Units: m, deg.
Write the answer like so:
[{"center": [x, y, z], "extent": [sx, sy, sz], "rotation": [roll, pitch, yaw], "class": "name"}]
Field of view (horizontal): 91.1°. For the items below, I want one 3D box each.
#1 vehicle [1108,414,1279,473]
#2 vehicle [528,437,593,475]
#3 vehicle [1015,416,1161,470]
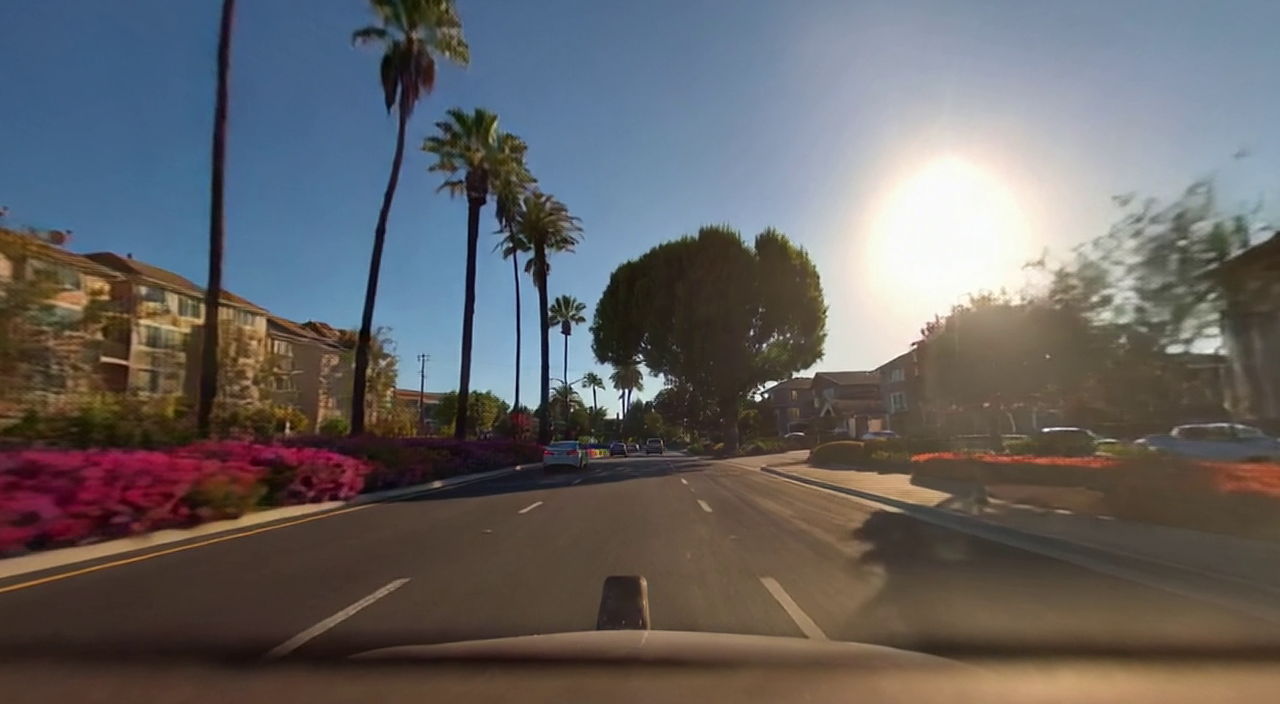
[{"center": [21.340, 3.391, 23.193], "extent": [2.426, 1.902, 6.126], "rotation": [3, -9, -16], "class": "vehicle"}, {"center": [-3.254, 4.370, 26.637], "extent": [2.036, 1.478, 4.508], "rotation": [0, -8, 2], "class": "vehicle"}, {"center": [20.489, 4.193, 29.101], "extent": [2.624, 2.088, 5.064], "rotation": [-3, -8, -6], "class": "vehicle"}]
